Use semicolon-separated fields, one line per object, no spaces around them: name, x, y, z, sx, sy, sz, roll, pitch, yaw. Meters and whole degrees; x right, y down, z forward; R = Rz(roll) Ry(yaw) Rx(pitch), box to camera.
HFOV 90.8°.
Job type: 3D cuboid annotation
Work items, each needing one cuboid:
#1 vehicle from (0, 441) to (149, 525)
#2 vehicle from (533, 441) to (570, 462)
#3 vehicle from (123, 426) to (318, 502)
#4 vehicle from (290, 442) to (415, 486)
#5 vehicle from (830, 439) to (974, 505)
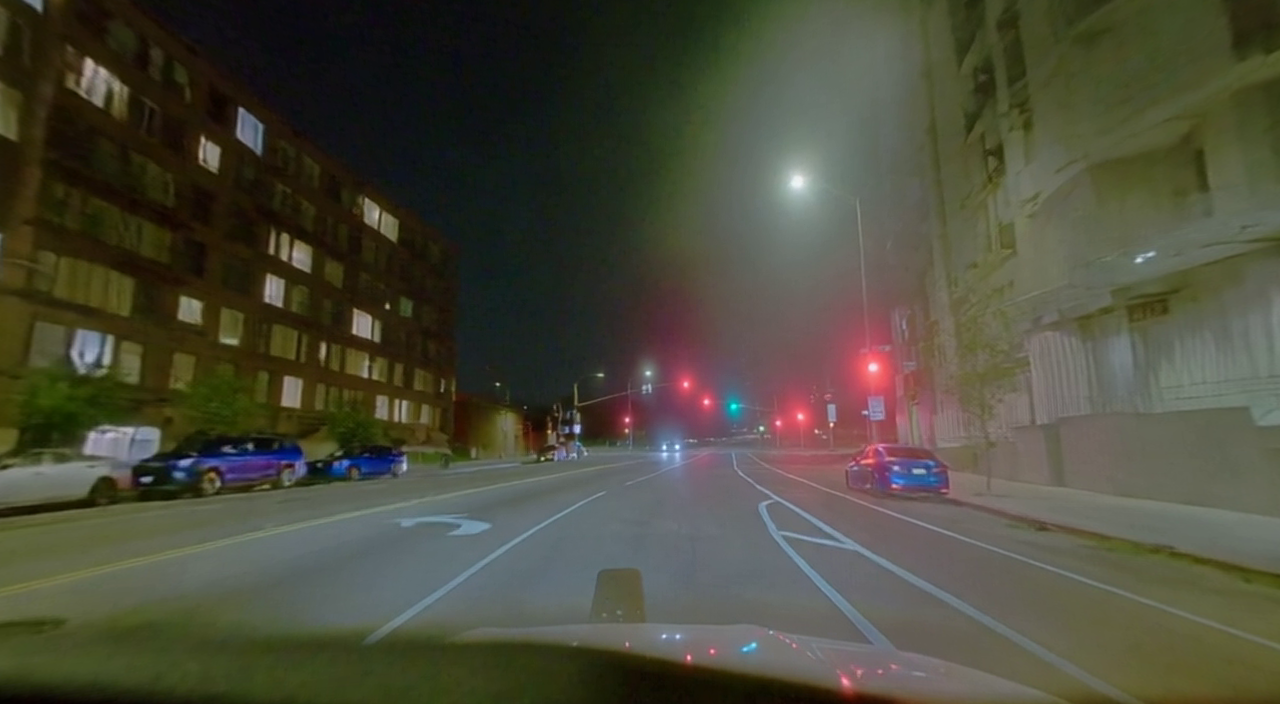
vehicle;-12.424;2.508;12.359;1.830;1.497;4.436;-1;-8;4
vehicle;-6.873;7.777;49.383;1.868;1.520;3.796;-1;-8;7
vehicle;-11.745;3.151;18.211;2.083;1.882;4.642;-1;-8;6
vehicle;-10.782;4.218;24.199;1.894;1.493;4.902;-1;-8;9
vehicle;6.723;3.098;16.970;2.010;1.473;5.353;-1;-8;5
